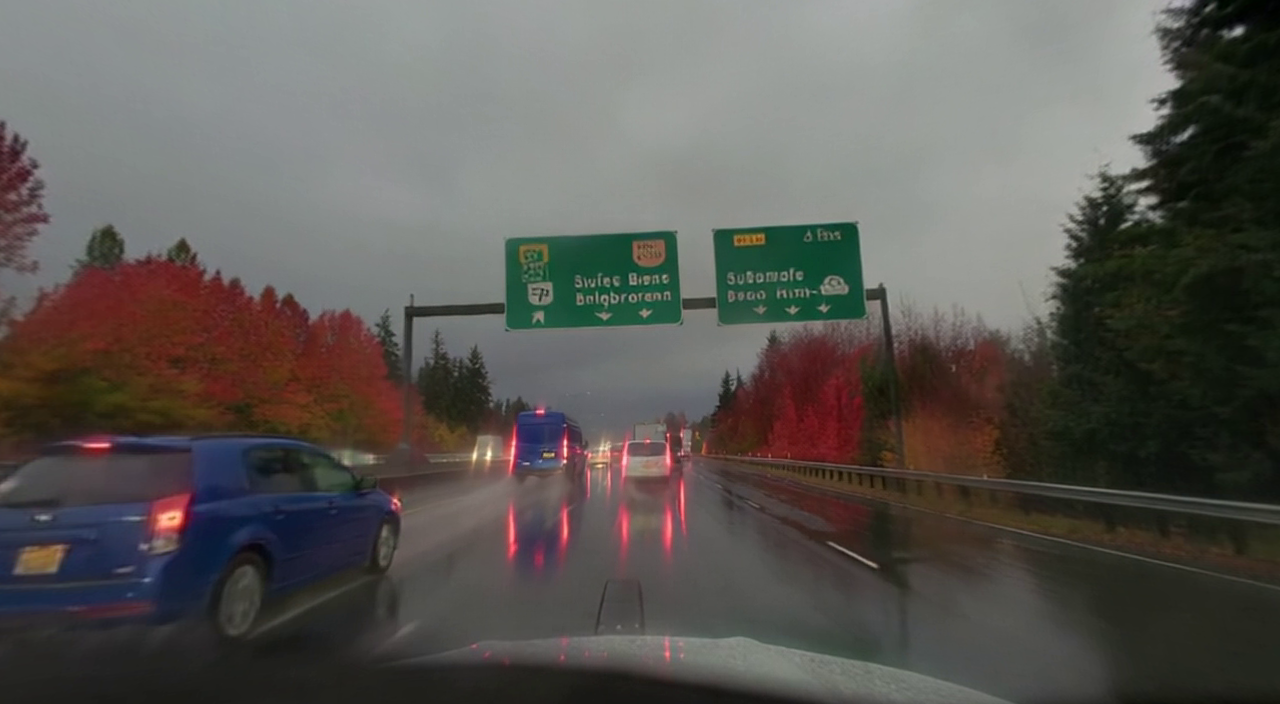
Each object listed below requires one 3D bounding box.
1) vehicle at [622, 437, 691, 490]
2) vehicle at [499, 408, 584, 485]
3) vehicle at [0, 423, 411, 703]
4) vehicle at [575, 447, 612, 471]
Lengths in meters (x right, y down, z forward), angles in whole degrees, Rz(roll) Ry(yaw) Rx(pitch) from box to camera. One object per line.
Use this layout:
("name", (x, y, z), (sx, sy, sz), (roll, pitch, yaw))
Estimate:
("vehicle", (0.545, 3.887, 22.090), (2.195, 1.679, 4.070), (0, -9, 1))
("vehicle", (-3.726, 3.765, 25.002), (2.275, 2.692, 5.810), (0, -9, 1))
("vehicle", (-3.746, 1.446, 5.424), (1.977, 1.485, 3.973), (0, -9, 1))
("vehicle", (-3.065, 7.156, 42.156), (2.015, 1.496, 4.312), (0, -9, 1))
